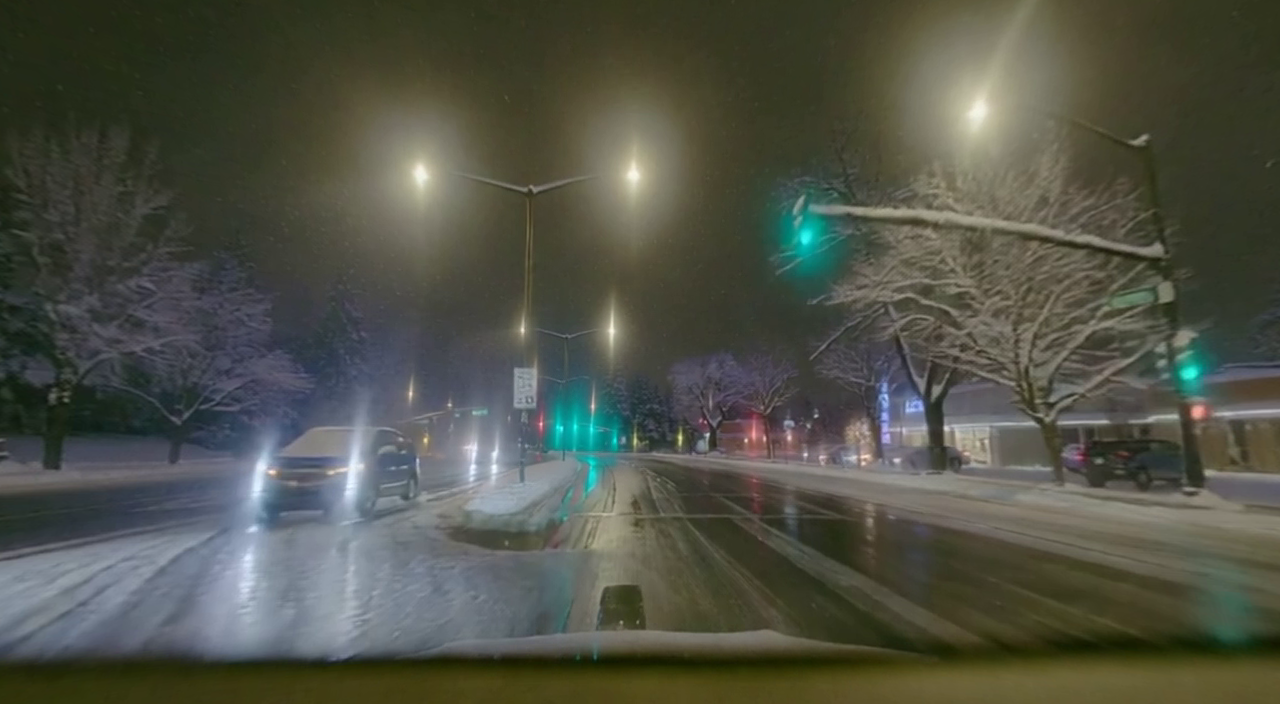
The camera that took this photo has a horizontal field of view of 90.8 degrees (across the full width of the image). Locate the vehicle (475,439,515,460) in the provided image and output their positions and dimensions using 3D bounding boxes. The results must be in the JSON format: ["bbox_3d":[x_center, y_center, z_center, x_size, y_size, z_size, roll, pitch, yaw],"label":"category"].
[{"bbox_3d":[-10.851,7.340,47.629,2.094,1.485,4.446,1,-8,-2],"label":"vehicle"}]

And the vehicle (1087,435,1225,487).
[{"bbox_3d":[20.394,4.236,24.911,5.672,1.821,2.180,5,-9,-30],"label":"vehicle"}]

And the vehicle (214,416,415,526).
[{"bbox_3d":[-6.009,2.224,12.434,2.057,1.709,4.590,2,-8,-9],"label":"vehicle"}]

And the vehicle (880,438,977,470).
[{"bbox_3d":[16.473,5.850,36.221,4.481,1.685,2.195,2,-9,-5],"label":"vehicle"}]
